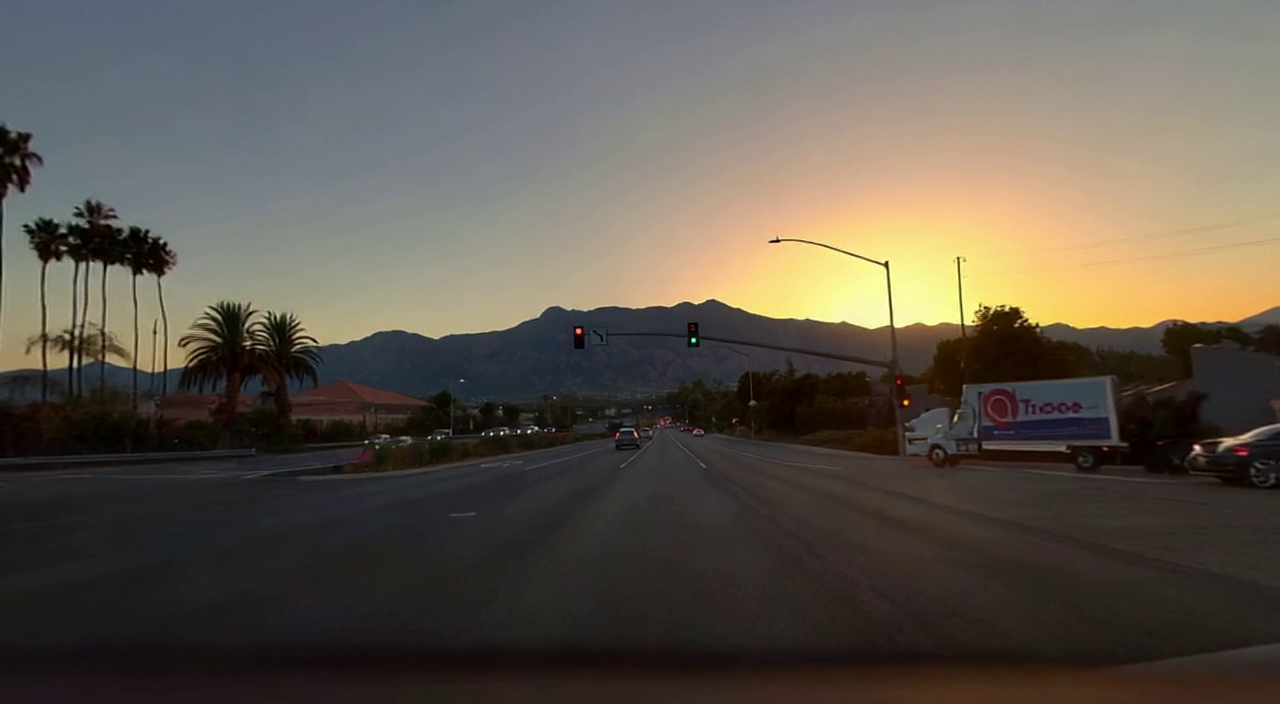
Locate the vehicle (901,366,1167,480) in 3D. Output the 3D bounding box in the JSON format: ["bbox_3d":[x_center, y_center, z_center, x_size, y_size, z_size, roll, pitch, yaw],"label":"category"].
[{"bbox_3d":[13.001,2.539,21.711,7.088,3.414,3.237,-4,-9,23],"label":"vehicle"}]

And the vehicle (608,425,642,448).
[{"bbox_3d":[-1.119,6.731,49.582,2.287,1.712,4.537,-1,-8,4],"label":"vehicle"}]
